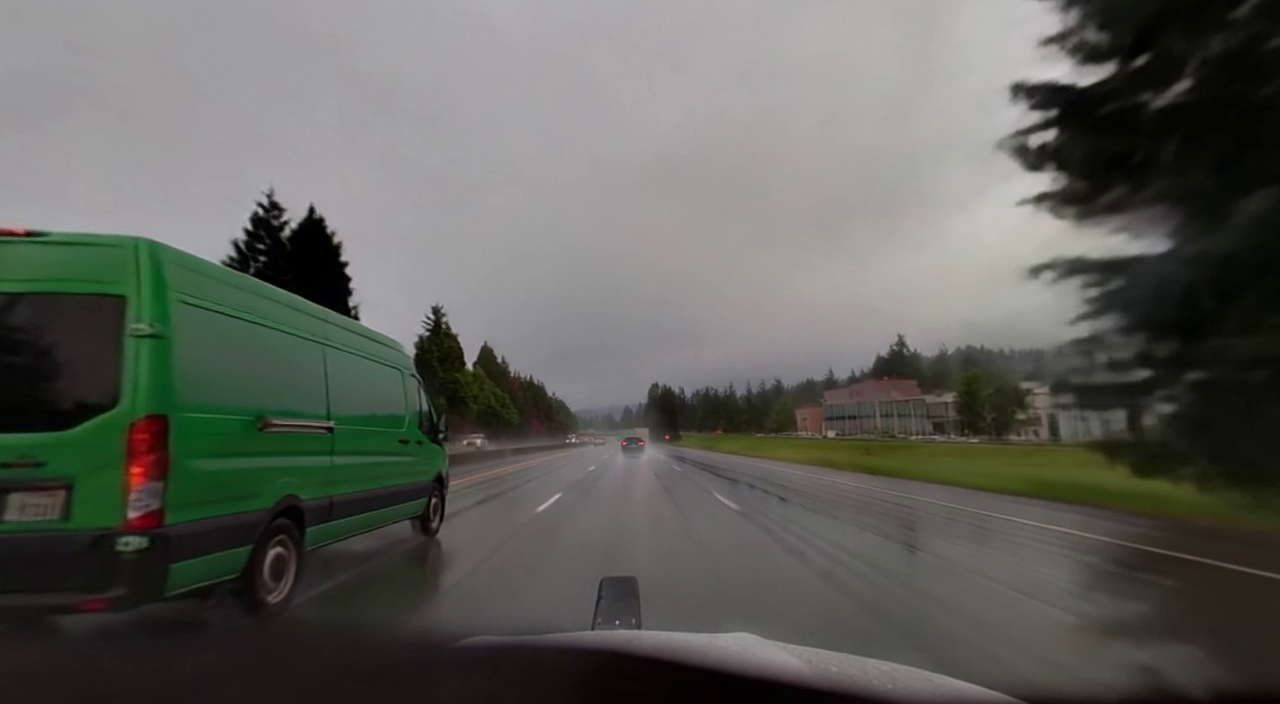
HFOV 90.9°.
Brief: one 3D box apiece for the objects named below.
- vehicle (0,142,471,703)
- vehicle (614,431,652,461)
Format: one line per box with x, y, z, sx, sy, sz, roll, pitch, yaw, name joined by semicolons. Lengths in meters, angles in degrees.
-3.427;0.745;5.457;2.424;2.577;5.828;0;-8;-2;vehicle
-0.425;5.569;37.534;2.104;1.646;4.176;0;-8;-1;vehicle
